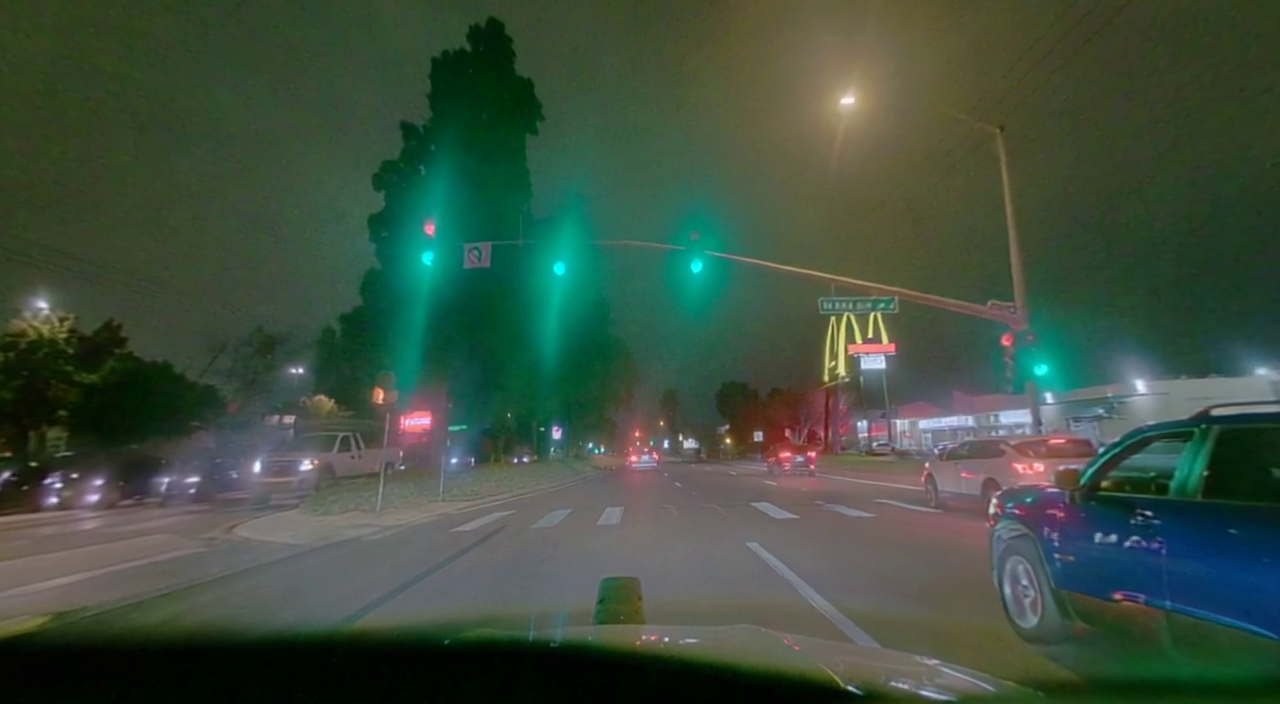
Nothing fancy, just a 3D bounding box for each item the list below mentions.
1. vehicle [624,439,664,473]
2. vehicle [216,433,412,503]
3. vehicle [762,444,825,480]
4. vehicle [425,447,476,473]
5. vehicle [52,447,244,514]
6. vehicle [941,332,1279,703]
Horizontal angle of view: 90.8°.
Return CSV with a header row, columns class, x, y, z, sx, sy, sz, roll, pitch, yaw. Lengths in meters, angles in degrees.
class,x,y,z,sx,sy,sz,roll,pitch,yaw
vehicle,0.187,6.510,39.716,2.402,1.938,4.535,0,-9,-1
vehicle,-10.517,3.812,21.431,2.909,1.956,6.908,0,-9,1
vehicle,6.952,5.004,28.959,1.879,1.517,4.006,0,-9,0
vehicle,-14.045,8.031,47.212,2.159,1.836,5.038,0,-9,1
vehicle,-14.058,3.652,18.514,2.015,1.679,4.535,0,-9,-1
vehicle,3.427,0.845,2.706,2.076,1.716,4.416,0,-9,0
